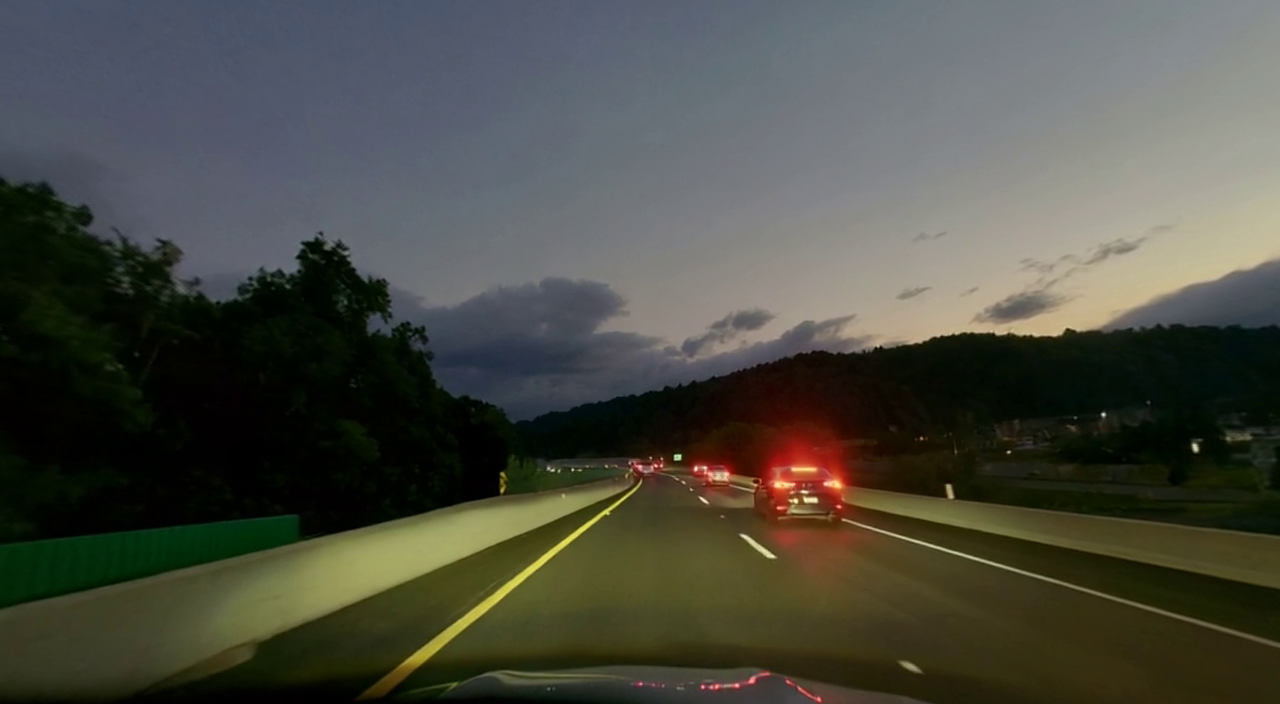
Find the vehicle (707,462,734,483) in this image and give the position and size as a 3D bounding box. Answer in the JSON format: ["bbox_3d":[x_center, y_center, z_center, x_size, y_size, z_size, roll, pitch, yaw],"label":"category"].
[{"bbox_3d":[6.303,9.408,49.184,2.018,1.533,3.724,-1,-10,8],"label":"vehicle"}]

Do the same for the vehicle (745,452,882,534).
[{"bbox_3d":[3.818,3.207,14.713,2.023,1.593,4.105,1,-10,0],"label":"vehicle"}]
